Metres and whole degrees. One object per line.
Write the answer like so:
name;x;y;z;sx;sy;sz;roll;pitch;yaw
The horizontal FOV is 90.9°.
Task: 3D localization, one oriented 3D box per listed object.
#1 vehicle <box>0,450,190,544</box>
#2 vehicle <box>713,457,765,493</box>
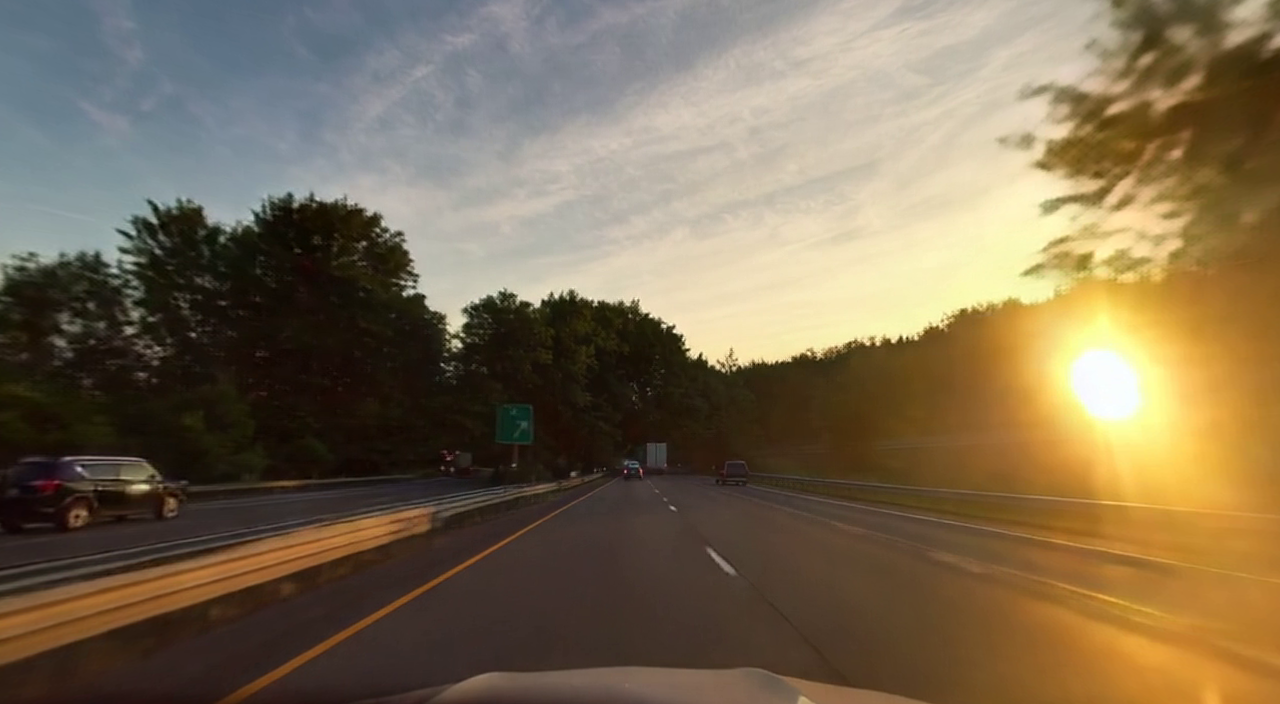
vehicle;-12.144;2.890;13.037;1.952;1.618;4.859;1;-10;1
vehicle;5.302;6.650;34.259;1.998;1.776;4.663;1;-10;-1
